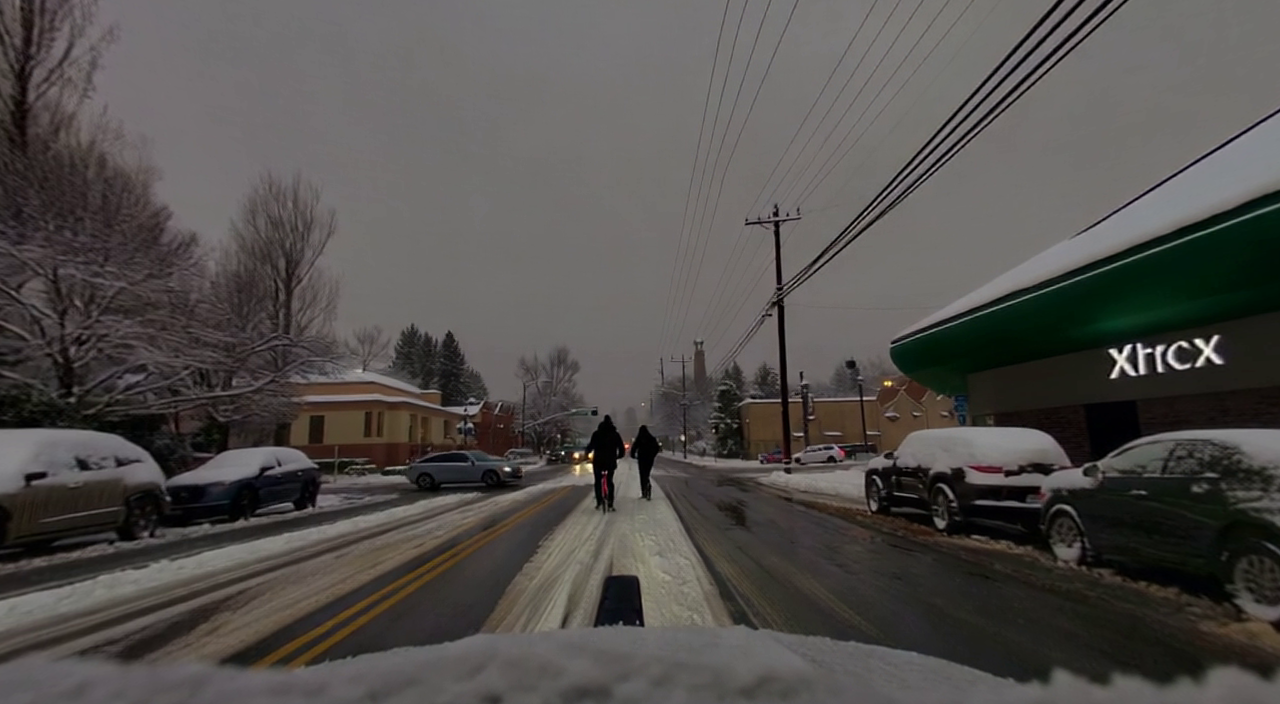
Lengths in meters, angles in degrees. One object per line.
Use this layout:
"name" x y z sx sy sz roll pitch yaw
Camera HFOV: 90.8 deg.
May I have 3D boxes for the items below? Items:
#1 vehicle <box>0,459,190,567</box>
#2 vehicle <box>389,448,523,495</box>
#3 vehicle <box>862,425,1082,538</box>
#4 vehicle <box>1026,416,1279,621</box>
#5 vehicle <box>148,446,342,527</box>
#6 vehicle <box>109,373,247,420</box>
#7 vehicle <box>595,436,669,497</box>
"vehicle" -10.250 2.604 10.686 1.904 1.495 4.585 0 -9 -1
"vehicle" -7.523 4.935 26.359 4.961 1.832 2.287 1 -9 -6
"vehicle" 5.808 2.286 11.752 1.873 1.714 3.979 0 -8 0
"vehicle" 5.882 1.448 5.969 1.900 1.566 3.995 0 -8 0
"vehicle" -10.266 3.460 17.028 2.075 1.816 4.900 0 -8 -1
"vehicle" -17.113 1.681 23.571 3.685 1.584 1.708 1 -9 -3
"vehicle" -0.219 3.702 20.768 2.190 1.783 4.048 0 -8 0
